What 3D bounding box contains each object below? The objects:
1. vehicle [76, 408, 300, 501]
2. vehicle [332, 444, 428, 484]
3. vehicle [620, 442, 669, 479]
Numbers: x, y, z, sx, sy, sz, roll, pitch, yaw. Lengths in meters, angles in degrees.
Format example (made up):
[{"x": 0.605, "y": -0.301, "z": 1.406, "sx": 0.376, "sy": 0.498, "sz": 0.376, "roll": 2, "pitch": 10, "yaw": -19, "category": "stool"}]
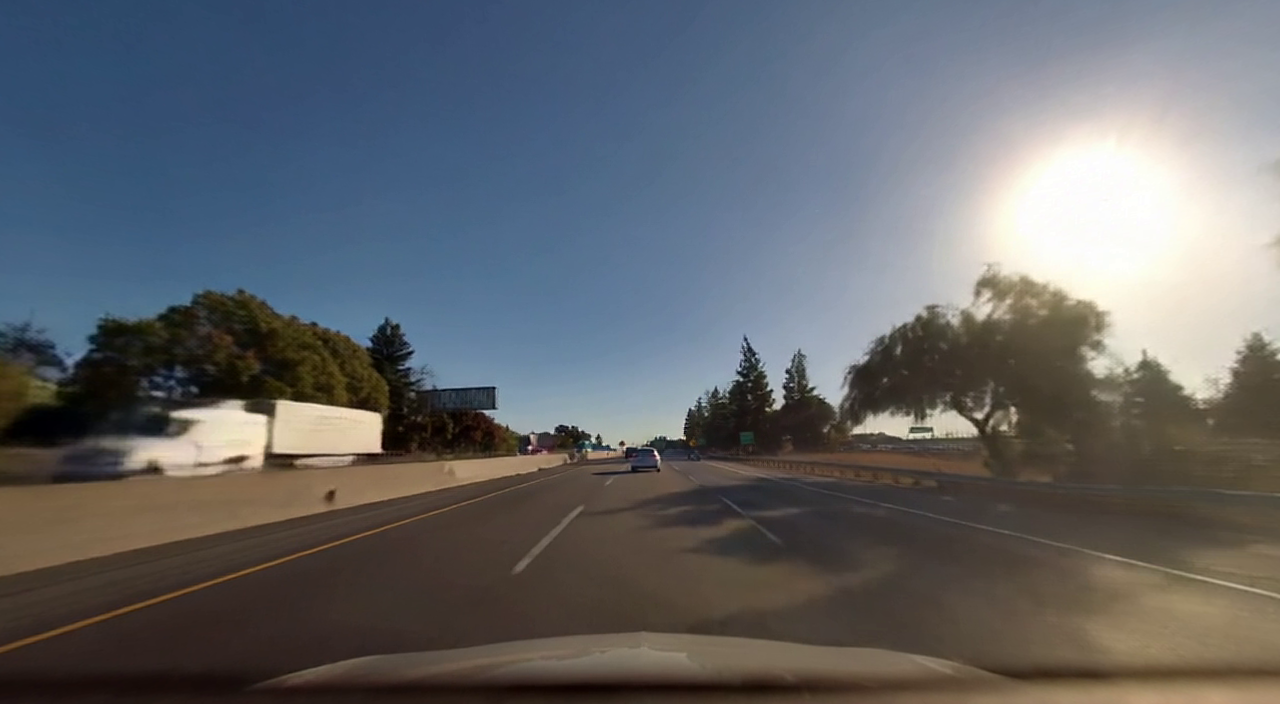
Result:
[{"x": -15.142, "y": 3.546, "z": 22.024, "sx": 2.194, "sy": 2.676, "sz": 7.360, "roll": 0, "pitch": -9, "yaw": 1, "category": "vehicle"}, {"x": -11.100, "y": 4.810, "z": 27.324, "sx": 2.000, "sy": 1.544, "sz": 4.908, "roll": 0, "pitch": -9, "yaw": 1, "category": "vehicle"}, {"x": 0.261, "y": 5.239, "z": 30.746, "sx": 2.231, "sy": 1.652, "sz": 4.503, "roll": 0, "pitch": -9, "yaw": 1, "category": "vehicle"}]
